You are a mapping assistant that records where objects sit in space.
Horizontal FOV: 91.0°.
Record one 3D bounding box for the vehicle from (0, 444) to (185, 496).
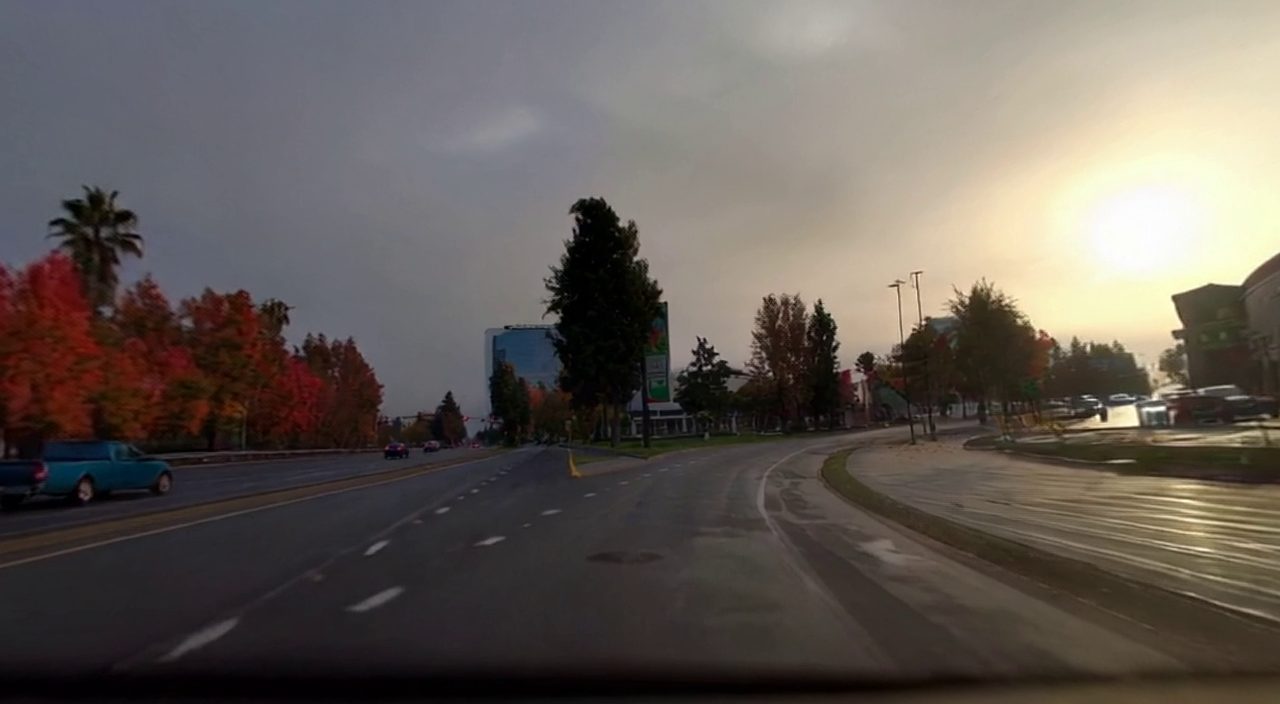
[{"bbox_3d":[-27.081,5.756,31.623,2.819,2.204,8.236,1,-8,-5],"label":"vehicle"}]
